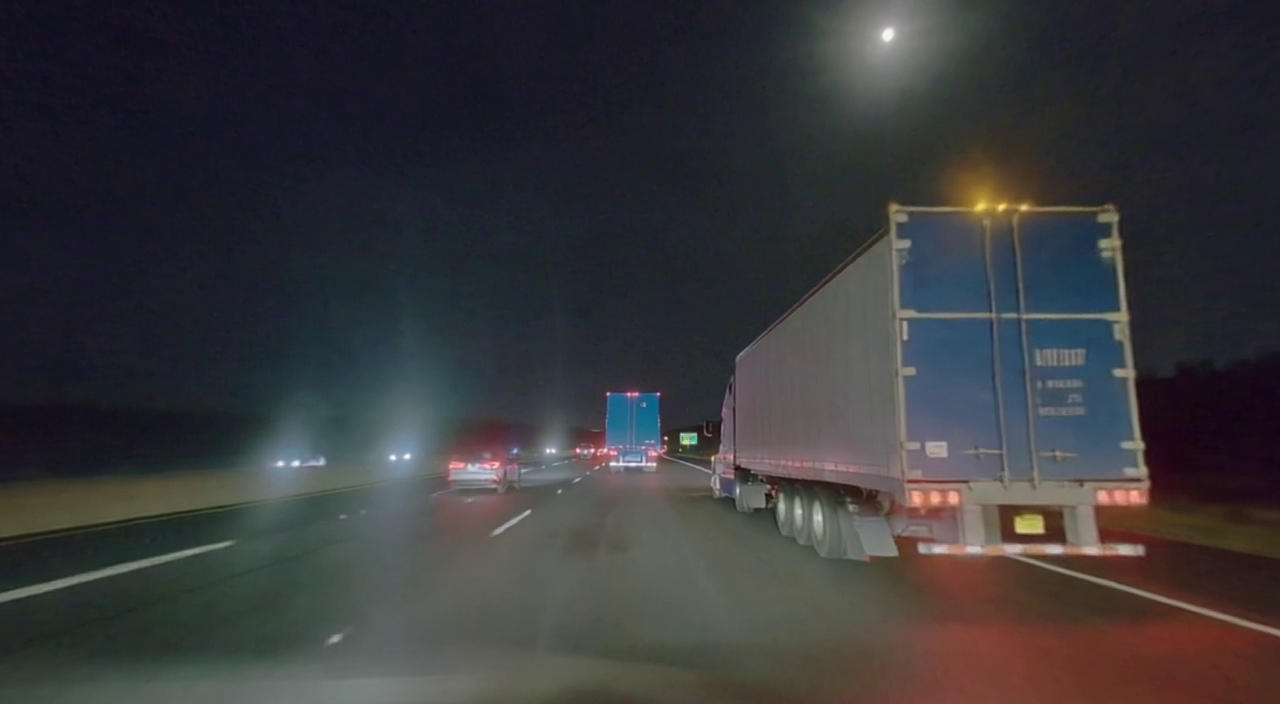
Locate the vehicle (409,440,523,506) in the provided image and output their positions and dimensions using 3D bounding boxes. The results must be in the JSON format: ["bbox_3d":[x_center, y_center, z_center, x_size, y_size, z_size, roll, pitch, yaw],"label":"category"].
[{"bbox_3d":[-4.366,3.088,16.374,1.895,1.500,3.808,0,-9,0],"label":"vehicle"}]

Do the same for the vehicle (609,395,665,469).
[{"bbox_3d":[-0.212,5.289,40.249,3.123,4.094,10.812,0,-9,0],"label":"vehicle"}]

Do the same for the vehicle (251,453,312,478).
[{"bbox_3d":[-25.018,7.906,43.911,1.793,1.566,4.127,0,-9,1],"label":"vehicle"}]
